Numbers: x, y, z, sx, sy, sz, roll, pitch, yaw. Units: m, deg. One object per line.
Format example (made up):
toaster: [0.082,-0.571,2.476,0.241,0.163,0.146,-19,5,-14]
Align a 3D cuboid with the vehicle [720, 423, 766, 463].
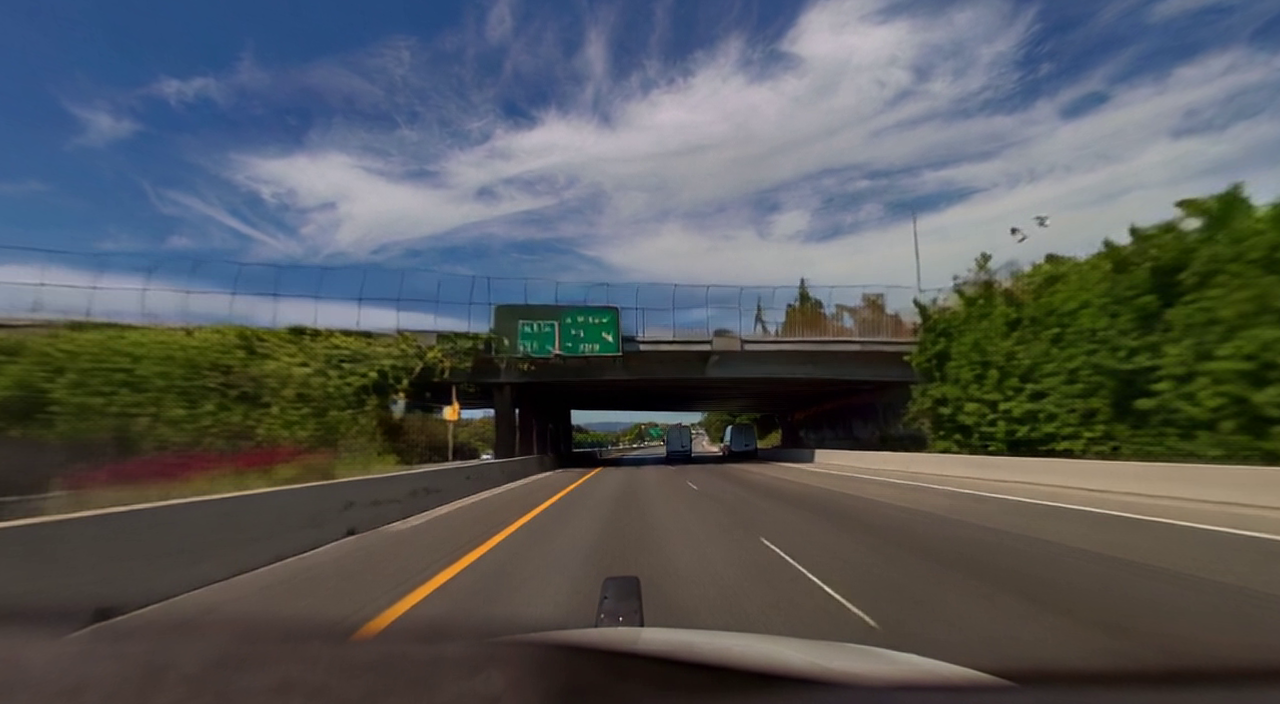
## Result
vehicle: [7.614,6.848,47.280,2.379,2.819,6.294,0,-8,0]
